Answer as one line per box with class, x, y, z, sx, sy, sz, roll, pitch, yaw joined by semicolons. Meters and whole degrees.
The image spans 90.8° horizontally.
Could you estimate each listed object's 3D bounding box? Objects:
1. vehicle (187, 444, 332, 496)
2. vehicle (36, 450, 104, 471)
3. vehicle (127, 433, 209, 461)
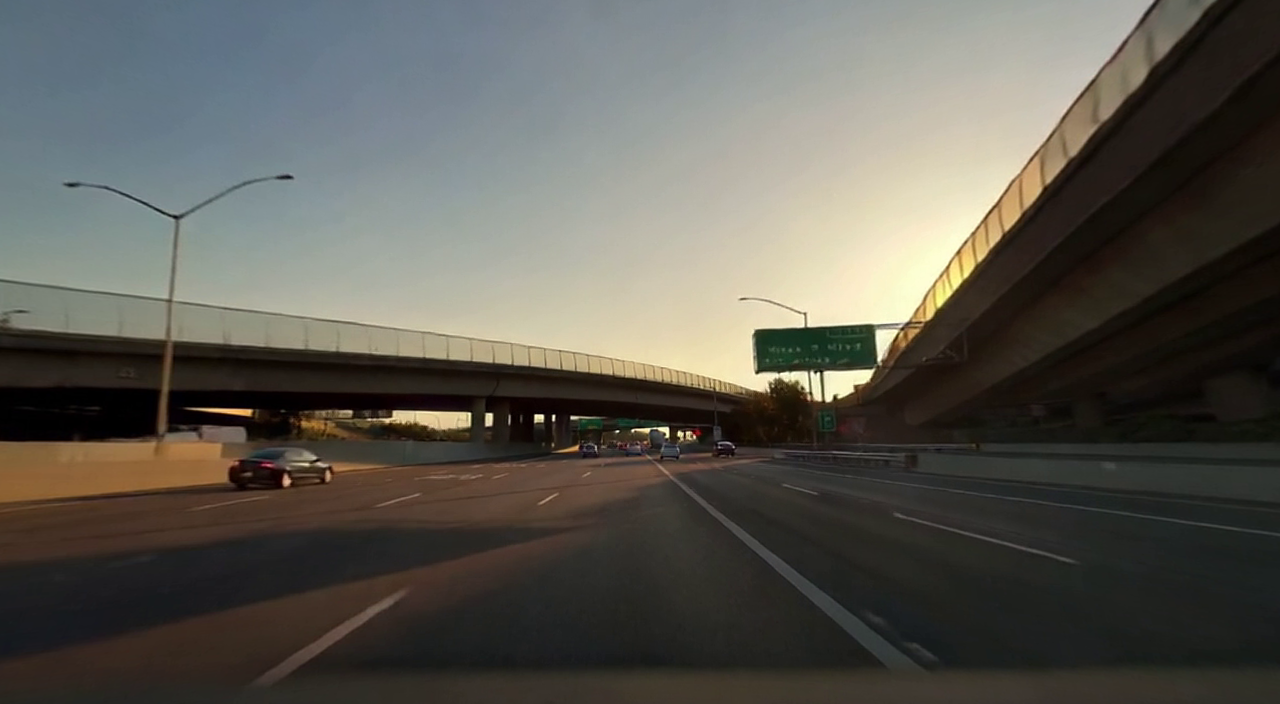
vehicle;-11.470;3.542;19.460;1.861;1.373;4.211;0;-8;0
vehicle;-40.186;7.656;44.628;1.619;1.377;3.484;0;-8;-1
vehicle;-36.434;7.320;48.975;2.257;2.052;5.365;0;-8;-1
